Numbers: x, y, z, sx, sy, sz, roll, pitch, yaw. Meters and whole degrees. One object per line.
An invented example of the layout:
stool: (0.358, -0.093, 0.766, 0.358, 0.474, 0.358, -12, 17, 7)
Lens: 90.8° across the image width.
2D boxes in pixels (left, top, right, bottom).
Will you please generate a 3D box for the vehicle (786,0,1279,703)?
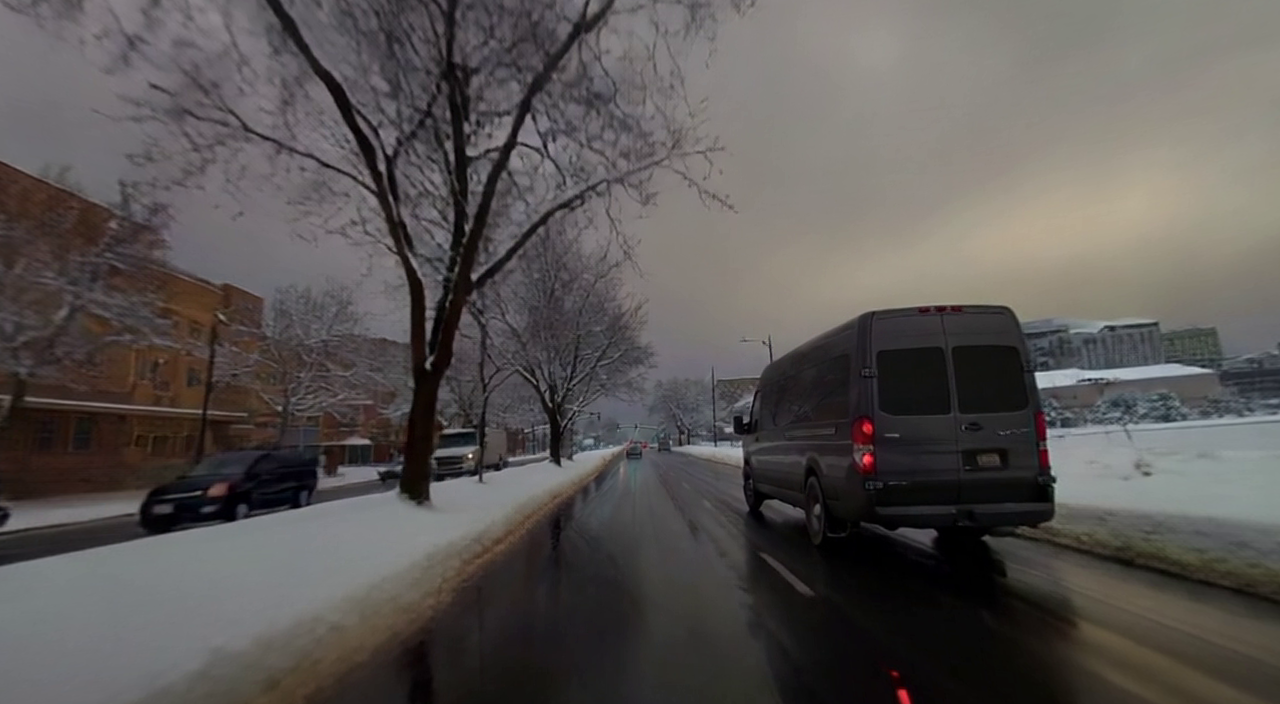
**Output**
vehicle: (3.895, 0.375, 5.271, 2.731, 3.407, 10.262, 0, -9, -1)

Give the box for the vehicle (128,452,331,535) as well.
vehicle: (-10.057, 3.435, 16.051, 2.089, 1.754, 4.573, 0, -9, -1)

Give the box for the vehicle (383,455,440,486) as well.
vehicle: (-14.272, 7.406, 39.774, 1.901, 1.737, 4.557, 0, -9, -1)

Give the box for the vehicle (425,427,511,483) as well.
vehicle: (-10.551, 6.441, 39.964, 3.257, 3.085, 9.164, 0, -9, -3)
